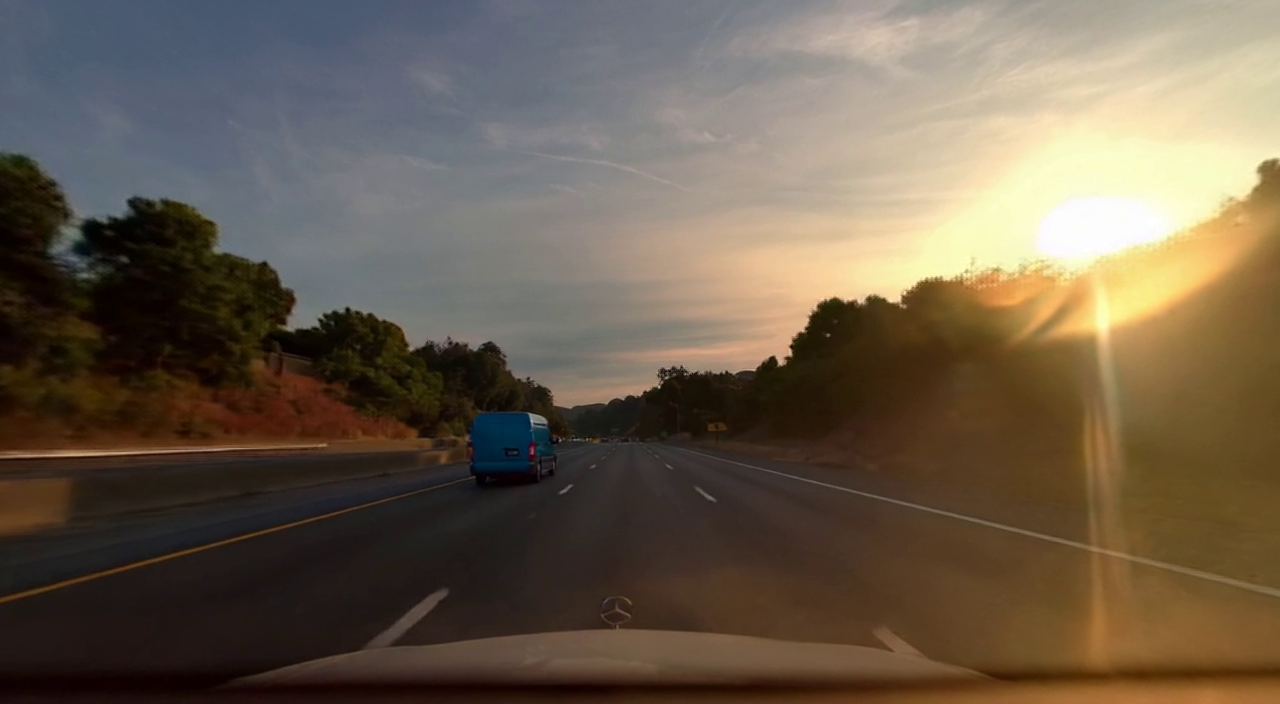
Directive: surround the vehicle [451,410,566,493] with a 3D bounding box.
[{"bbox_3d":[-3.514,2.772,17.938,2.297,2.011,4.736,0,-8,-1],"label":"vehicle"}]
